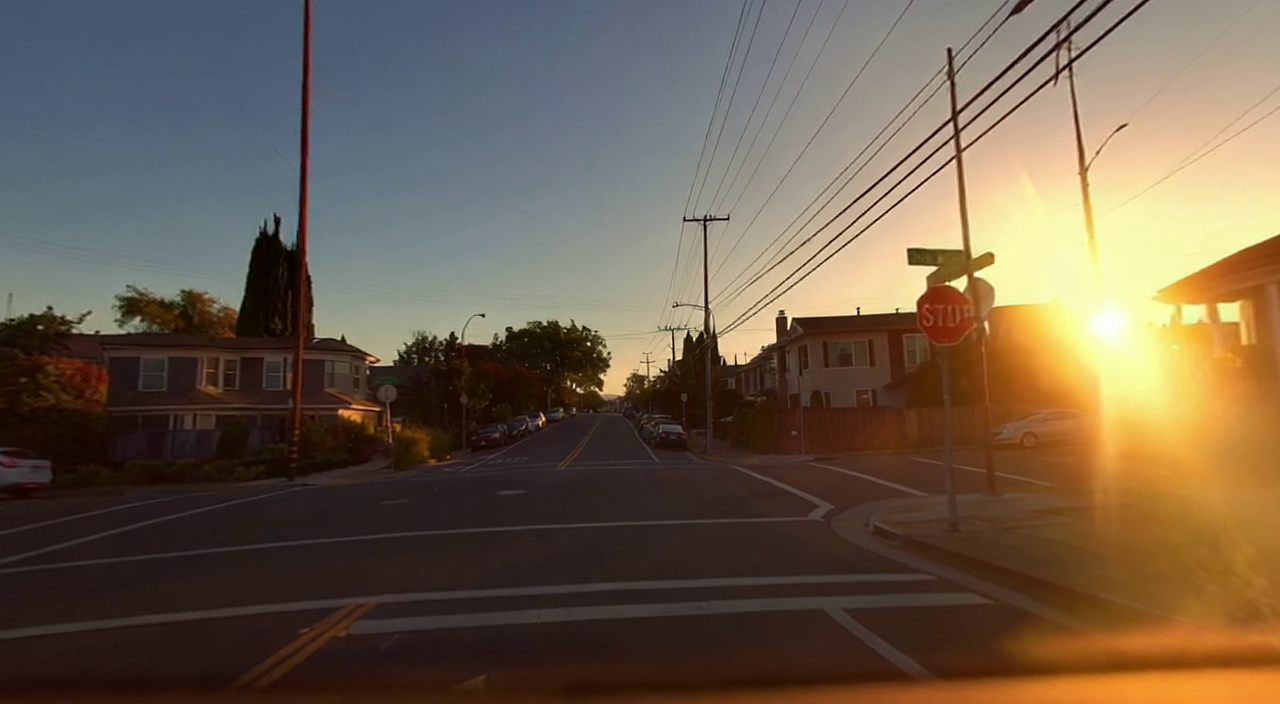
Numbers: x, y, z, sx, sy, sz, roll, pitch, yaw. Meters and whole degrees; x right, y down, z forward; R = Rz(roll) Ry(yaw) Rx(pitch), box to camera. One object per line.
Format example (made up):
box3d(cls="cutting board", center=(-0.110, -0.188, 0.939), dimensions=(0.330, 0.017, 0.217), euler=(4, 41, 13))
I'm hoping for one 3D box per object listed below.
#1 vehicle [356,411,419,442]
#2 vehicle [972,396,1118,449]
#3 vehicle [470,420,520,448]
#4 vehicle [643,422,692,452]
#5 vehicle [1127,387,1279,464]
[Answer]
box3d(cls="vehicle", center=(-14.693, 4.441, 37.030), dimensions=(1.992, 1.678, 4.658), euler=(0, -8, -4))
box3d(cls="vehicle", center=(16.994, 3.023, 26.615), dimensions=(4.985, 2.088, 2.141), euler=(2, -9, -13))
box3d(cls="vehicle", center=(-8.668, 4.984, 38.211), dimensions=(2.065, 1.553, 4.636), euler=(0, -8, -2))
box3d(cls="vehicle", center=(1.422, 4.609, 34.116), dimensions=(2.120, 1.487, 4.360), euler=(1, -8, -4))
box3d(cls="vehicle", center=(15.519, 1.939, 16.383), dimensions=(4.389, 1.818, 2.062), euler=(2, -9, -12))
